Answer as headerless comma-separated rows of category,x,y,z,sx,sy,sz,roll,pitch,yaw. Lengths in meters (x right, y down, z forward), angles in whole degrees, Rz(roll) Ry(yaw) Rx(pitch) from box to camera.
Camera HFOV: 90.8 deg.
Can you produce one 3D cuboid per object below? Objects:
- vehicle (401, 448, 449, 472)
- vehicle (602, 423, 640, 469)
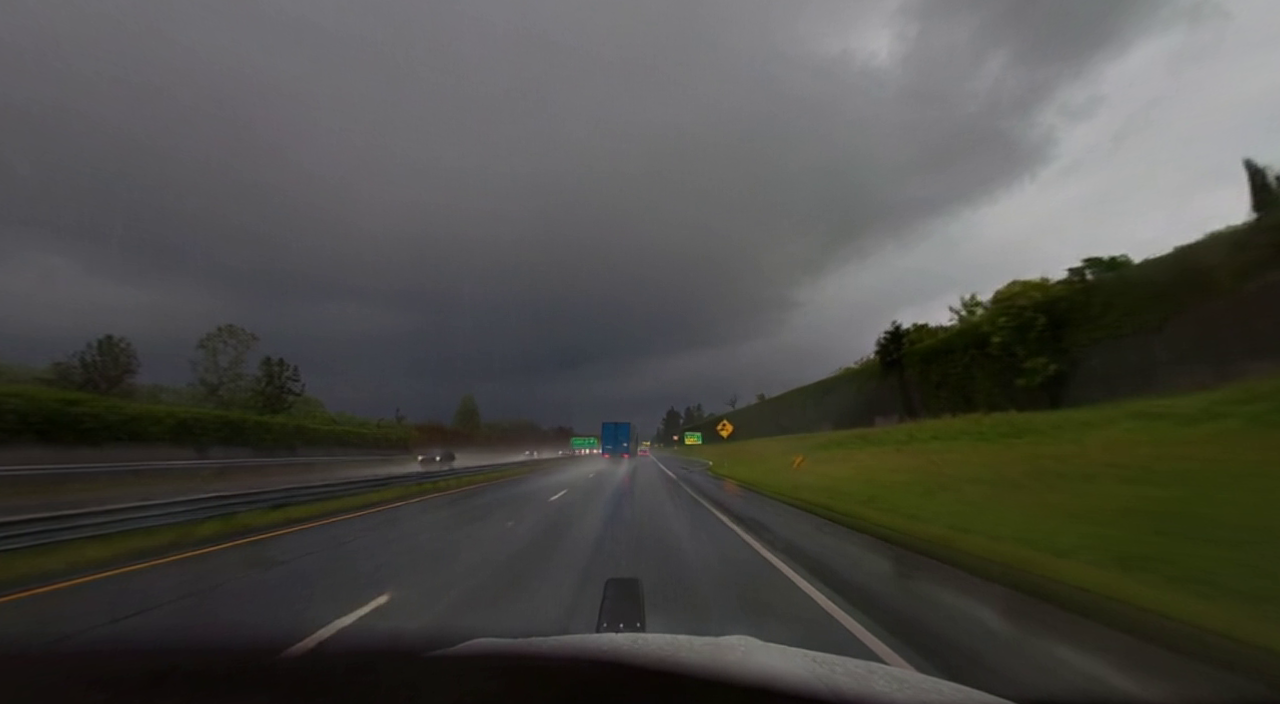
vehicle,-15.682,7.892,46.341,1.997,1.664,4.385,0,-9,0
vehicle,-1.438,7.263,48.708,2.704,3.270,6.745,0,-9,-2
